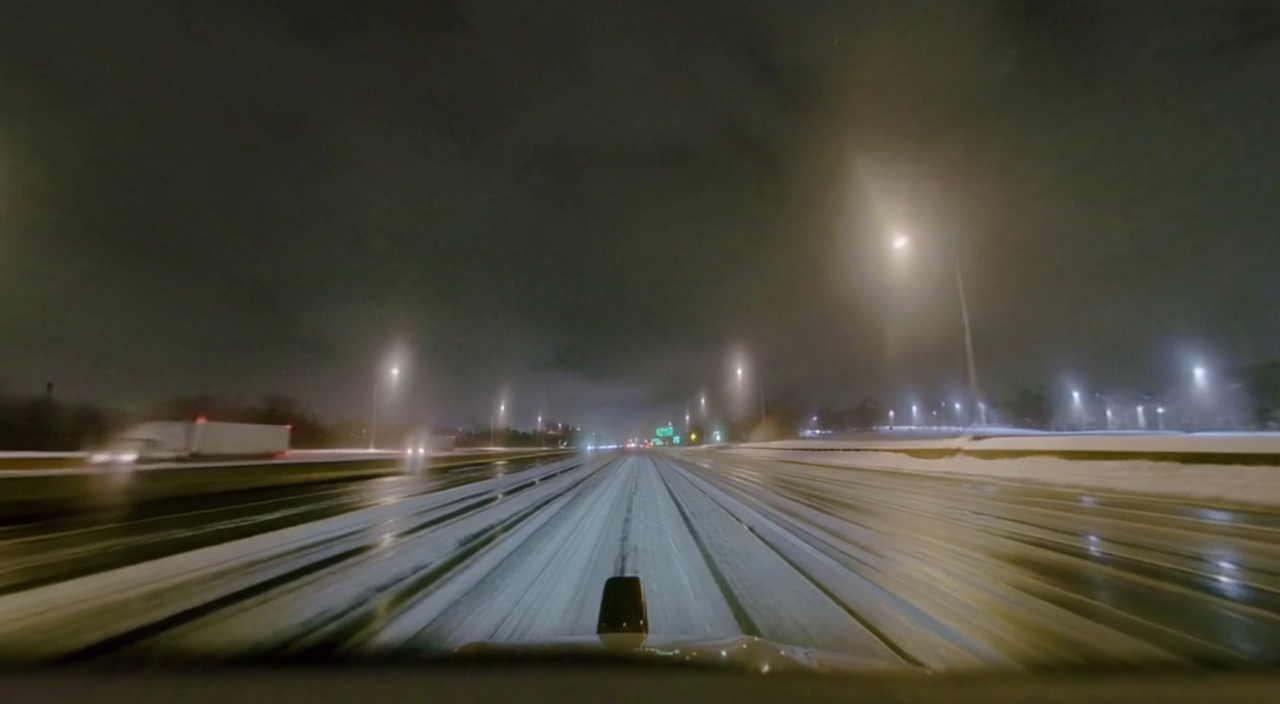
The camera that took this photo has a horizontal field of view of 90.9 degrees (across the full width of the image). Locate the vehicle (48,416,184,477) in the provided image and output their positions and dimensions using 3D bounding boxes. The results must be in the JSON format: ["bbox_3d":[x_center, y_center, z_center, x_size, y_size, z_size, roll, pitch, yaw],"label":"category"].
[{"bbox_3d":[-35.979,6.543,43.783,2.962,3.843,7.283,0,-8,0],"label":"vehicle"}]
